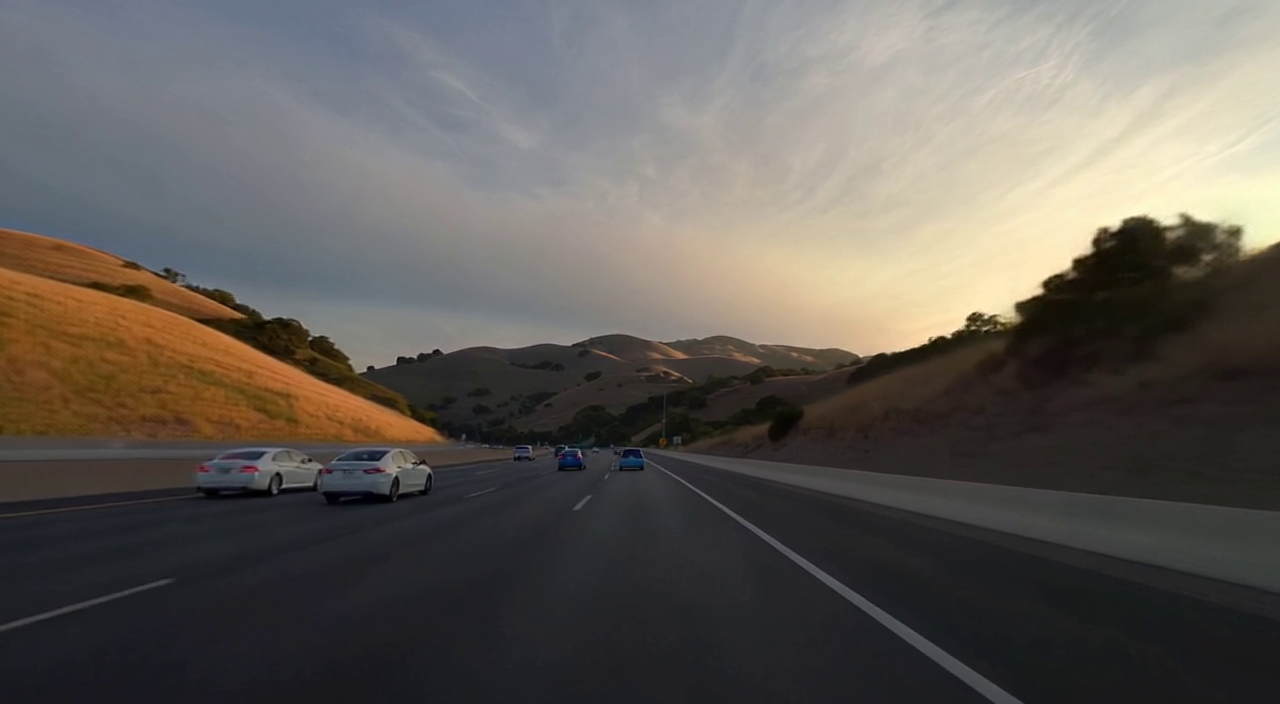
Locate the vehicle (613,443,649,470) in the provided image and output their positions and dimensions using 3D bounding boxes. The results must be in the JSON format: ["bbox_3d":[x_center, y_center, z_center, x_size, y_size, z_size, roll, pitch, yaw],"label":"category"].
[{"bbox_3d":[-0.652,6.791,41.282,2.225,1.674,4.044,0,-8,-2],"label":"vehicle"}]

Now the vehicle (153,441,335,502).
[{"bbox_3d":[-11.027,3.328,18.144,2.048,1.501,4.898,0,-8,0],"label":"vehicle"}]

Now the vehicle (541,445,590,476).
[{"bbox_3d":[-3.827,5.675,33.362,2.144,1.505,4.649,0,-8,-1],"label":"vehicle"}]

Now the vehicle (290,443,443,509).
[{"bbox_3d":[-6.718,3.057,16.105,1.991,1.441,4.265,0,-8,0],"label":"vehicle"}]
